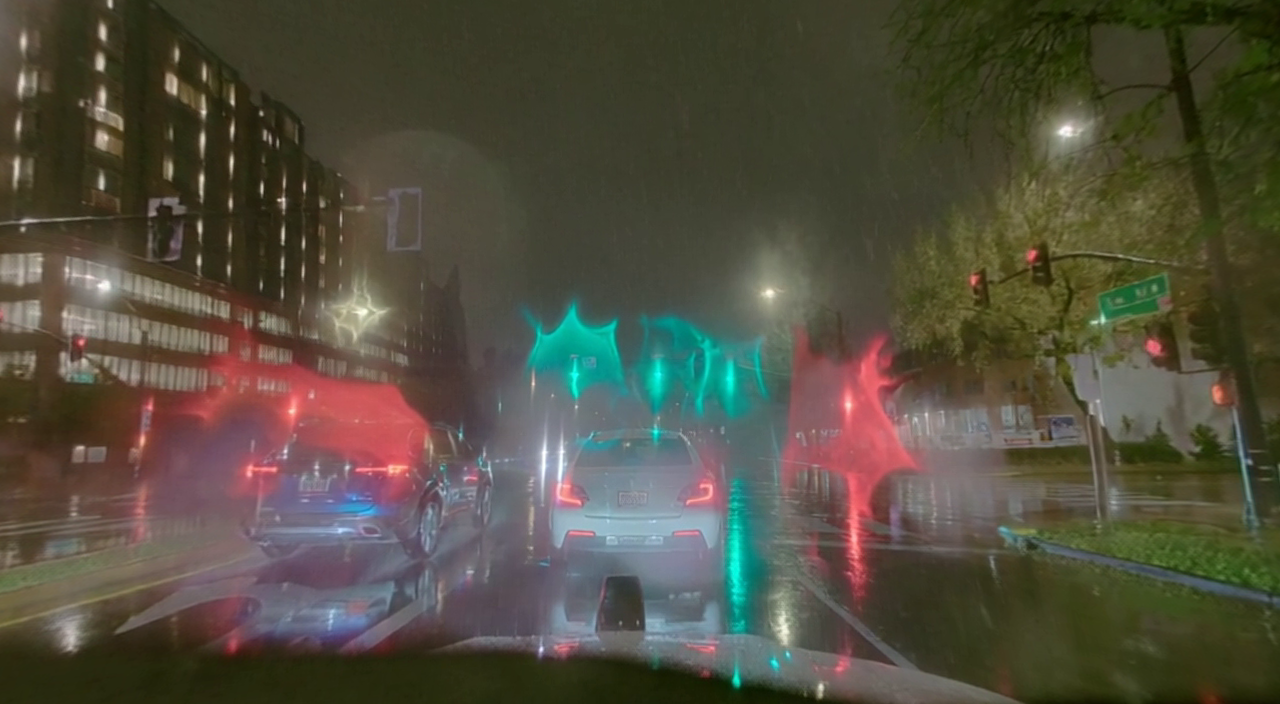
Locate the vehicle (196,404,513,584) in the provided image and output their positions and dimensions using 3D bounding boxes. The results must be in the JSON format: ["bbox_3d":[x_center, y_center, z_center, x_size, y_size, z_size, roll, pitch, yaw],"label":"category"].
[{"bbox_3d":[-3.192,1.694,8.356,2.081,1.719,4.434,0,-8,0],"label":"vehicle"}]

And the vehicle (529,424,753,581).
[{"bbox_3d":[0.014,1.761,8.178,2.190,1.522,3.850,0,-8,0],"label":"vehicle"}]
